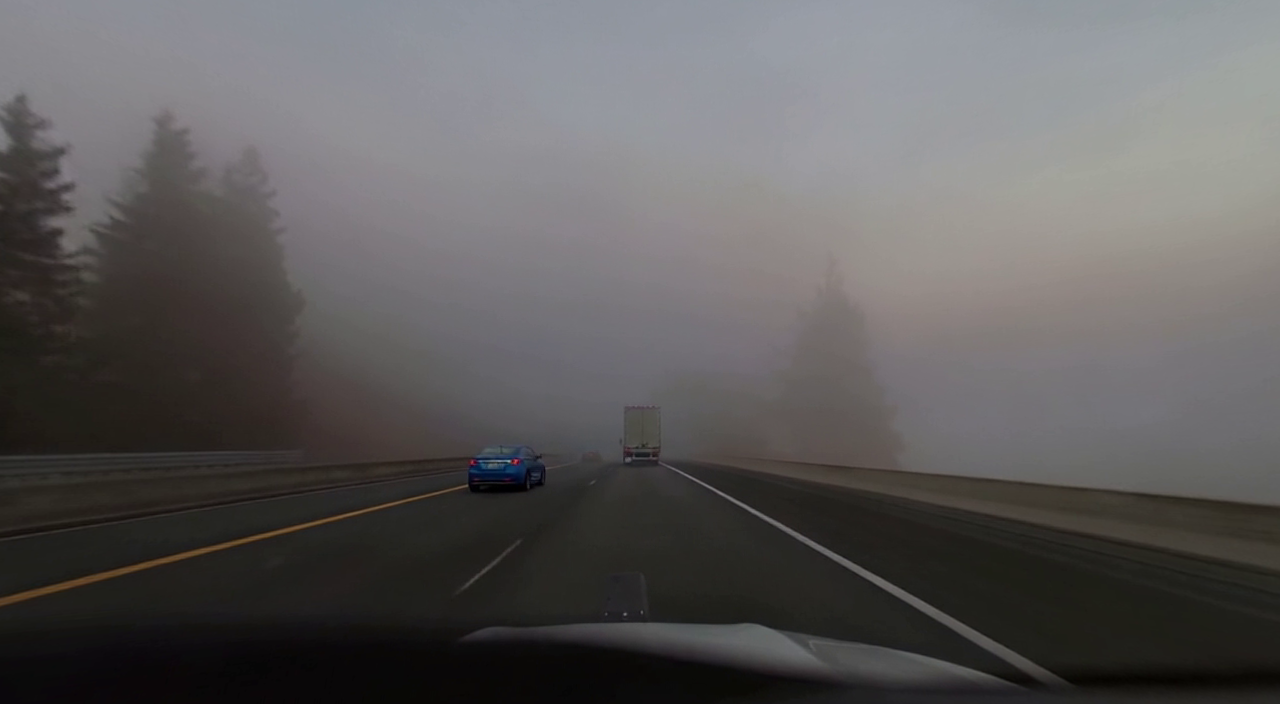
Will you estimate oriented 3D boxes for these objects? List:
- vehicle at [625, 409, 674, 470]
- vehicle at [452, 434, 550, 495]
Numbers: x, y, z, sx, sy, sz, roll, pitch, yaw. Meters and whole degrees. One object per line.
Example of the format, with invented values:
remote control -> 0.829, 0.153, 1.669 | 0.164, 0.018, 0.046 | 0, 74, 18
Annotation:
vehicle -> 0.470, 5.937, 42.441 | 2.893, 3.628, 9.081 | 0, -9, -2
vehicle -> -3.962, 3.279, 18.680 | 1.977, 1.602, 3.944 | 0, -9, 1
